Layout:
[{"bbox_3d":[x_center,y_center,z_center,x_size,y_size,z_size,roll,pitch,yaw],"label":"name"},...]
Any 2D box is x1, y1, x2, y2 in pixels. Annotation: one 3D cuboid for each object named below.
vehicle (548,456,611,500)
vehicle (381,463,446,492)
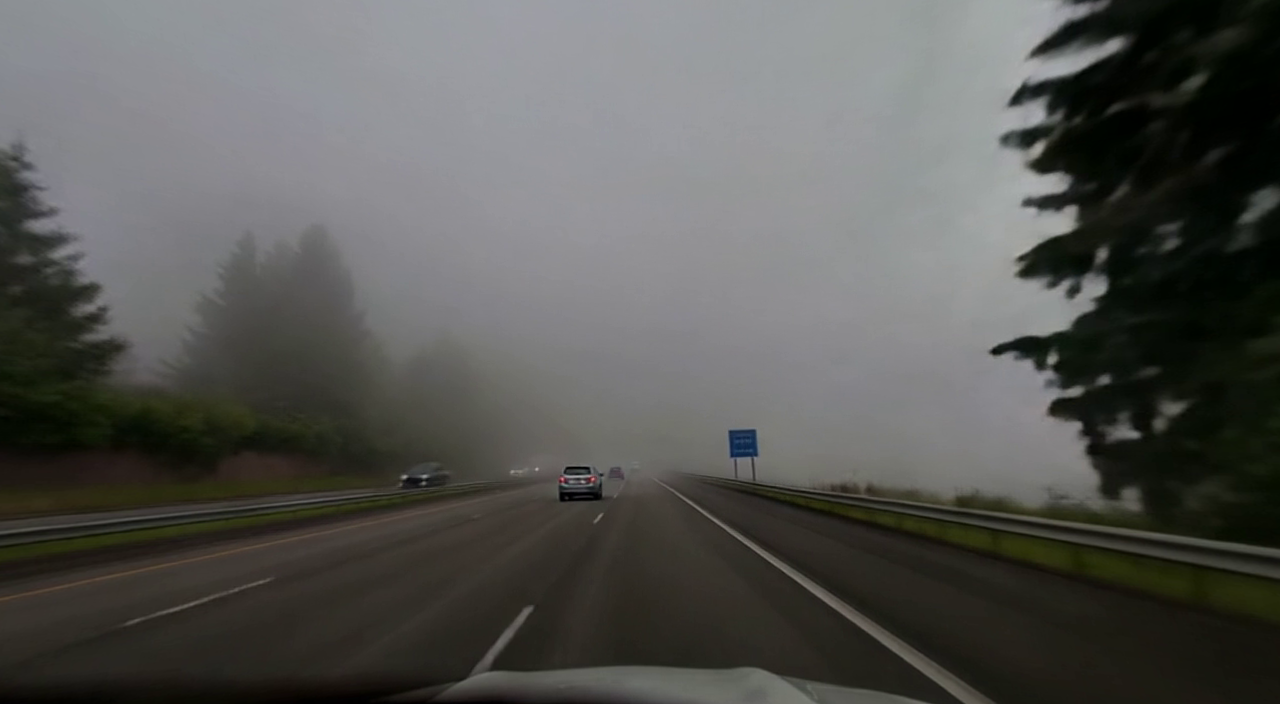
[{"bbox_3d":[-2.408,5.222,26.262,2.104,1.655,4.039,0,-10,1],"label":"vehicle"},{"bbox_3d":[-13.061,7.268,36.637,2.032,1.513,4.603,1,-10,0],"label":"vehicle"}]
